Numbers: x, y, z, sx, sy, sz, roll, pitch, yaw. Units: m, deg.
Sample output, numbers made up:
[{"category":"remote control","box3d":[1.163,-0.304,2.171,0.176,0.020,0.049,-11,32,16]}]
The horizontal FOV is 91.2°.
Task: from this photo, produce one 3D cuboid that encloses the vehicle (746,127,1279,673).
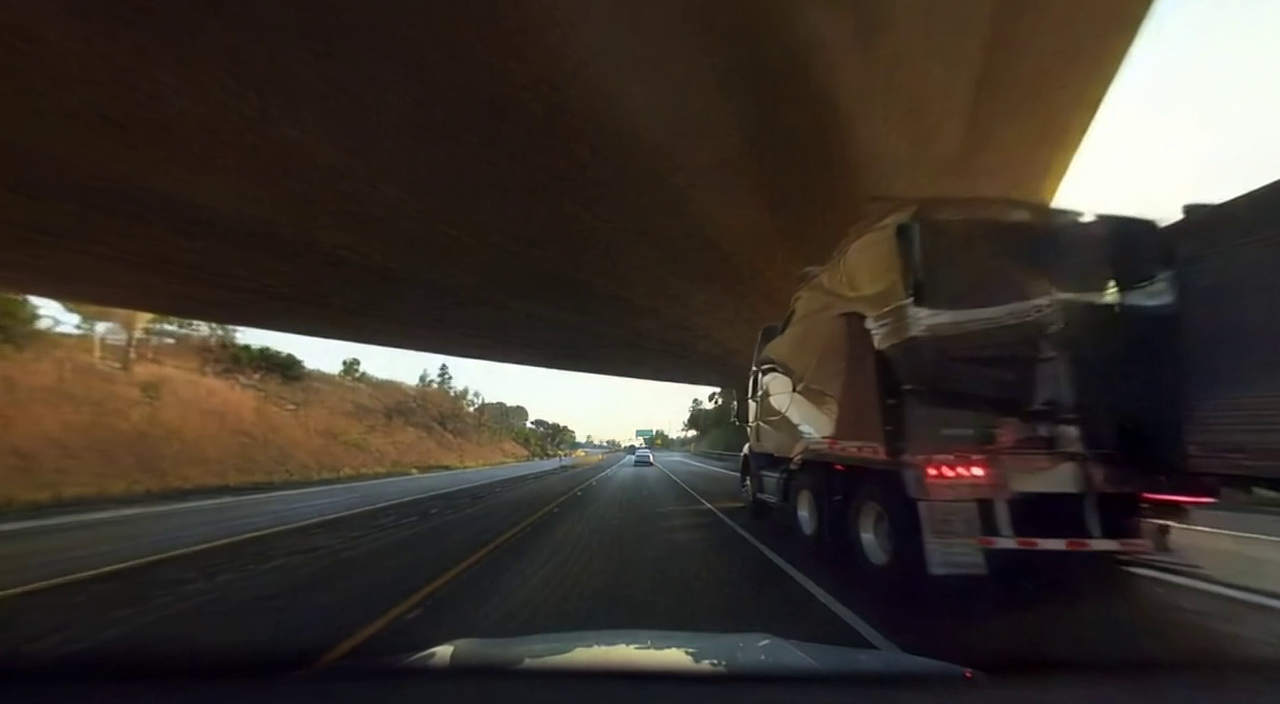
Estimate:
[{"category":"vehicle","box3d":[3.513,0.775,7.669,2.859,3.332,7.735,0,-9,-1]}]
